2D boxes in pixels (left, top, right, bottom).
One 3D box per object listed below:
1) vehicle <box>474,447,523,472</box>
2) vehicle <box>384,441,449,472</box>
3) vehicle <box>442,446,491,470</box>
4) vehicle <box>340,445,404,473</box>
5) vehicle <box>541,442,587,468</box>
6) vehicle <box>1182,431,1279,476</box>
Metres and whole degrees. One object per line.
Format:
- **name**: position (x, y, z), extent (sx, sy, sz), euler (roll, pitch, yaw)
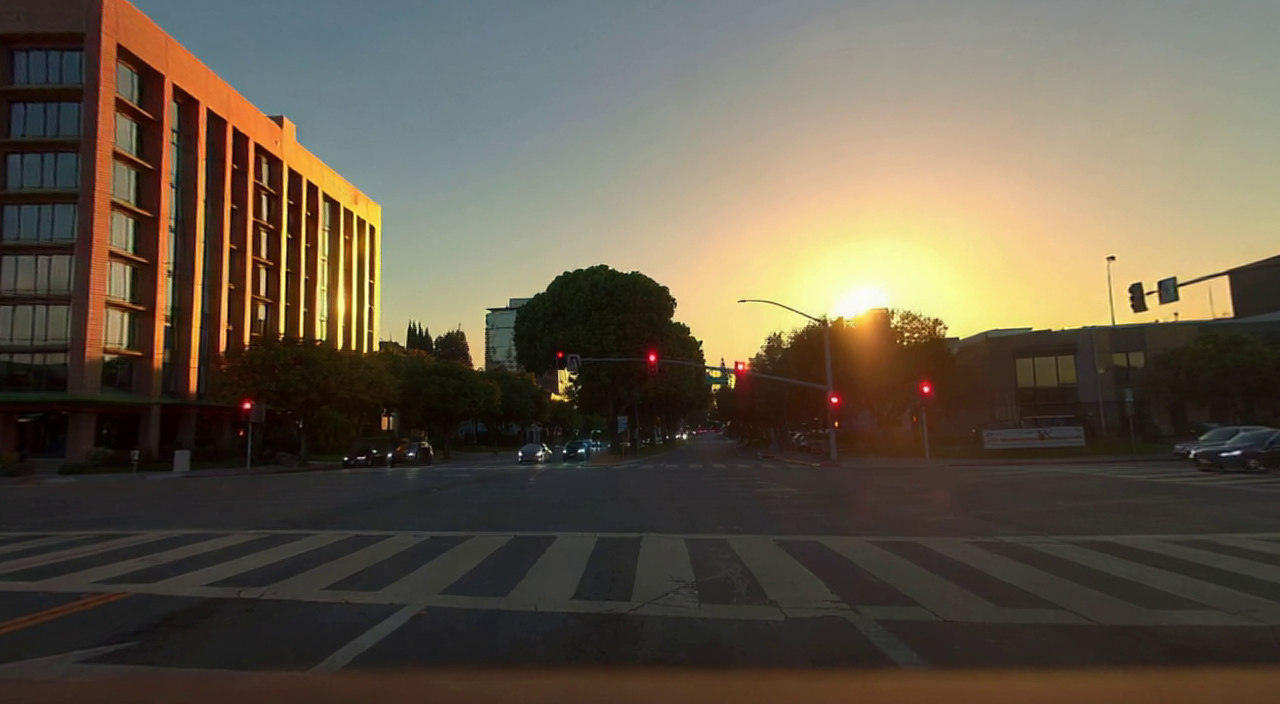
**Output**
- **vehicle**: position (-8.028, 6.131, 36.195), extent (1.910, 1.288, 4.093), euler (0, -9, 0)
- **vehicle**: position (-15.156, 7.124, 43.249), extent (2.340, 1.946, 5.450), euler (-1, -9, 1)
- **vehicle**: position (-11.683, 7.147, 42.770), extent (2.003, 1.476, 4.297), euler (-1, -9, 1)
- **vehicle**: position (-18.568, 7.411, 44.076), extent (2.237, 1.842, 5.116), euler (0, -9, 0)
- **vehicle**: position (-4.596, 6.295, 38.754), extent (2.109, 1.461, 4.637), euler (-1, -9, 2)
- **vehicle**: position (22.313, 3.572, 22.367), extent (4.474, 1.477, 1.908), euler (0, -9, -3)
